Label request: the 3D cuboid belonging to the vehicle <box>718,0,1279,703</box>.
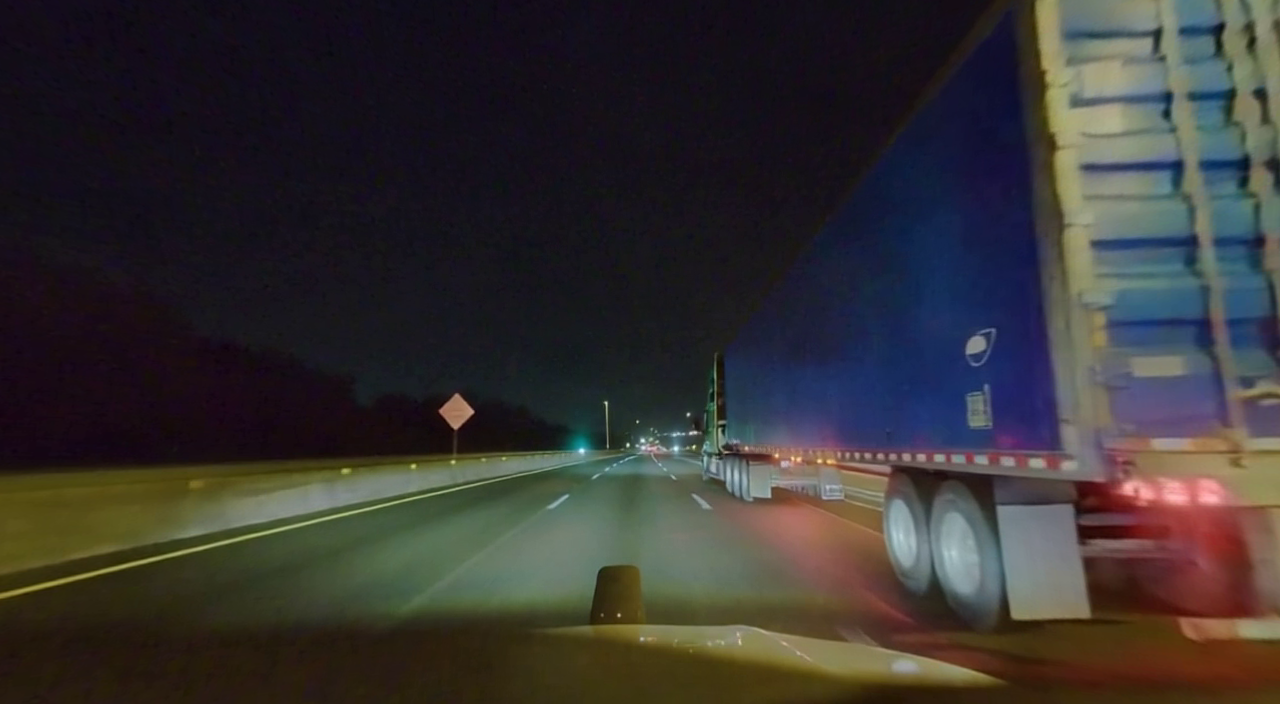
[{"bbox_3d":[3.806,0.745,9.693,3.244,4.020,14.561,0,-9,0],"label":"vehicle"}]
